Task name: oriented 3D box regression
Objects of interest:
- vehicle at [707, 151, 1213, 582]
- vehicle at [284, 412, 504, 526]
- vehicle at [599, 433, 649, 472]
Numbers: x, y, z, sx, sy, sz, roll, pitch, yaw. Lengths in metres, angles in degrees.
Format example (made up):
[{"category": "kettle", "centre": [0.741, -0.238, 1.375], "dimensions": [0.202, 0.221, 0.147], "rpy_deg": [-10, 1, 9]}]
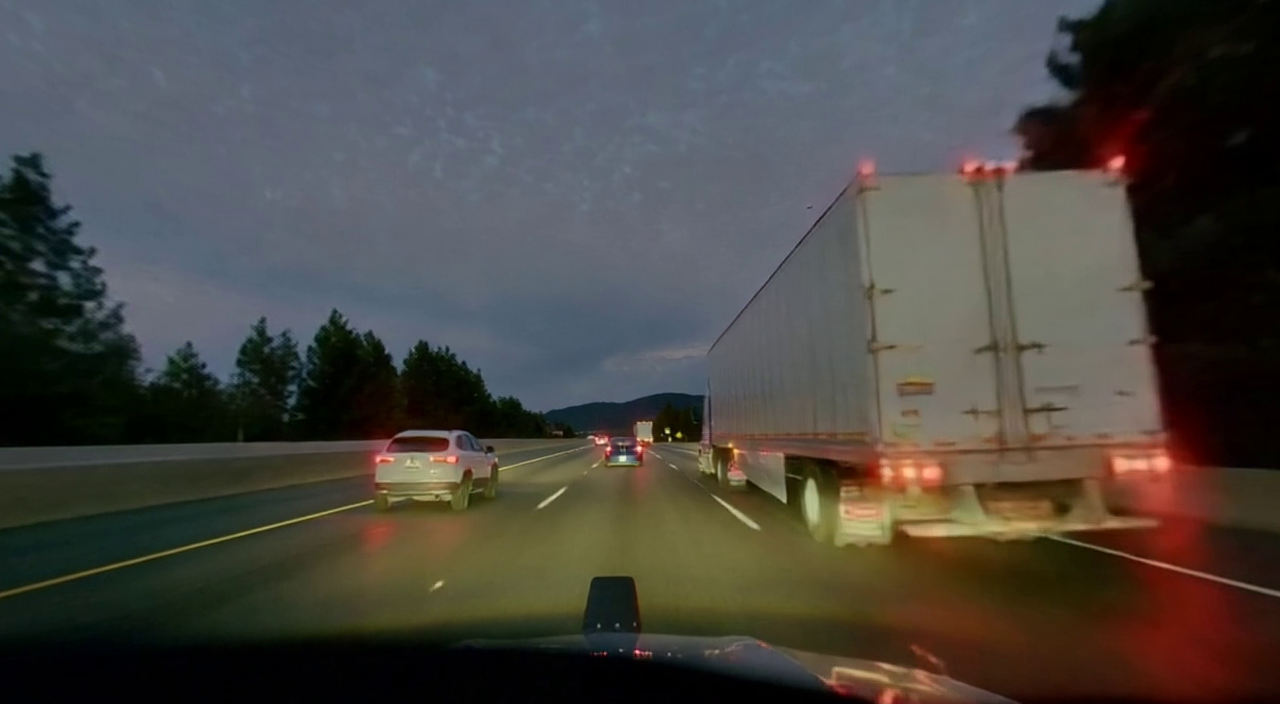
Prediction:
[{"category": "vehicle", "centre": [3.716, 1.048, 13.232], "dimensions": [2.946, 4.111, 14.652], "rpy_deg": [0, -8, 0]}, {"category": "vehicle", "centre": [-4.220, 2.090, 11.850], "dimensions": [2.264, 1.699, 4.648], "rpy_deg": [0, -8, 0]}, {"category": "vehicle", "centre": [-0.661, 4.422, 27.884], "dimensions": [2.048, 1.563, 4.087], "rpy_deg": [0, -8, 0]}]
